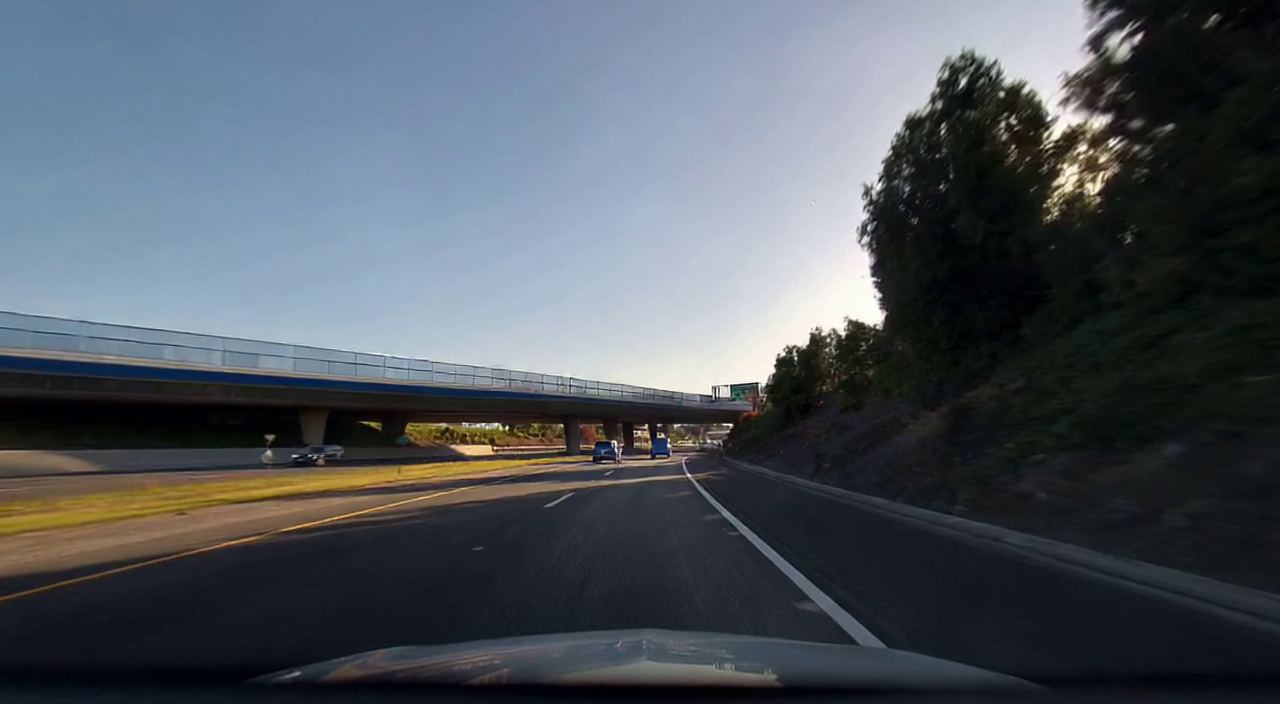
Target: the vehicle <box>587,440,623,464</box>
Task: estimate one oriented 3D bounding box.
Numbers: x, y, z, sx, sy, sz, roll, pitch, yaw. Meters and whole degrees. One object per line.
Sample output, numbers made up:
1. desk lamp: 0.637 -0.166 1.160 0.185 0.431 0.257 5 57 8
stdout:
1. vehicle: -2.448 7.109 44.925 2.040 1.553 4.199 -1 -8 4
